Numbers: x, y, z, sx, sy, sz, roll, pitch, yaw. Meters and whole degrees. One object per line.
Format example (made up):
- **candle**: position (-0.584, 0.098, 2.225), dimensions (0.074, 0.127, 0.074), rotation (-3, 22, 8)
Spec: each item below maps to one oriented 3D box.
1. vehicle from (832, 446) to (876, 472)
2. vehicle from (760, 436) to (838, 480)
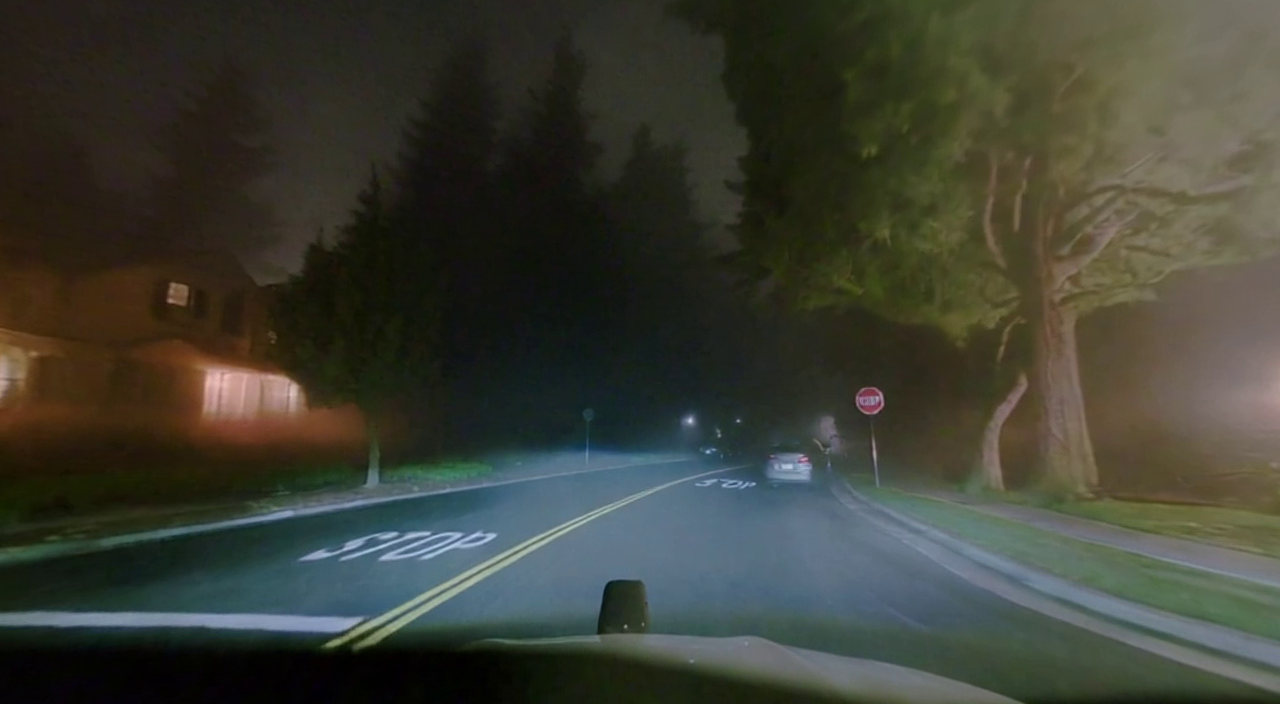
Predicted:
- **vehicle**: position (13.600, 6.744, 39.915), dimensions (2.083, 1.493, 5.037), rotation (-3, -10, 24)
- **vehicle**: position (6.891, 4.457, 26.850), dimensions (2.692, 1.649, 4.689), rotation (-3, -9, 20)
